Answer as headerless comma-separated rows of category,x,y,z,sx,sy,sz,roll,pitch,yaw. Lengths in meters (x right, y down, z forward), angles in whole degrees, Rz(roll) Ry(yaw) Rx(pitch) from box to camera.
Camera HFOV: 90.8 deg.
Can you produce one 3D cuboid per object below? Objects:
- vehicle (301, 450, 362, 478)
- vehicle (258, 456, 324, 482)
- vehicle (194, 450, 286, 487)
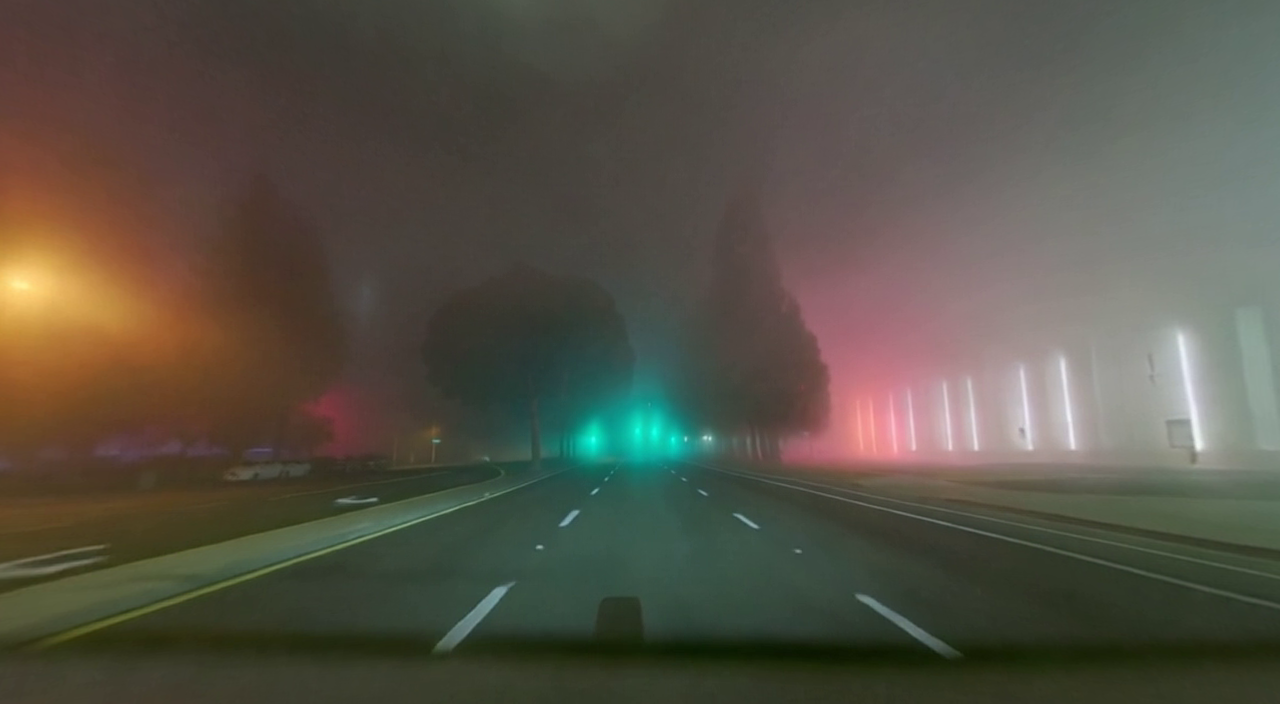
vehicle,-22.222,8.061,45.721,2.043,1.816,4.776,0,-8,-1
vehicle,-22.022,7.355,40.078,1.897,1.462,4.278,0,-8,-2
vehicle,-21.963,6.376,34.979,1.922,1.821,4.729,0,-8,1
